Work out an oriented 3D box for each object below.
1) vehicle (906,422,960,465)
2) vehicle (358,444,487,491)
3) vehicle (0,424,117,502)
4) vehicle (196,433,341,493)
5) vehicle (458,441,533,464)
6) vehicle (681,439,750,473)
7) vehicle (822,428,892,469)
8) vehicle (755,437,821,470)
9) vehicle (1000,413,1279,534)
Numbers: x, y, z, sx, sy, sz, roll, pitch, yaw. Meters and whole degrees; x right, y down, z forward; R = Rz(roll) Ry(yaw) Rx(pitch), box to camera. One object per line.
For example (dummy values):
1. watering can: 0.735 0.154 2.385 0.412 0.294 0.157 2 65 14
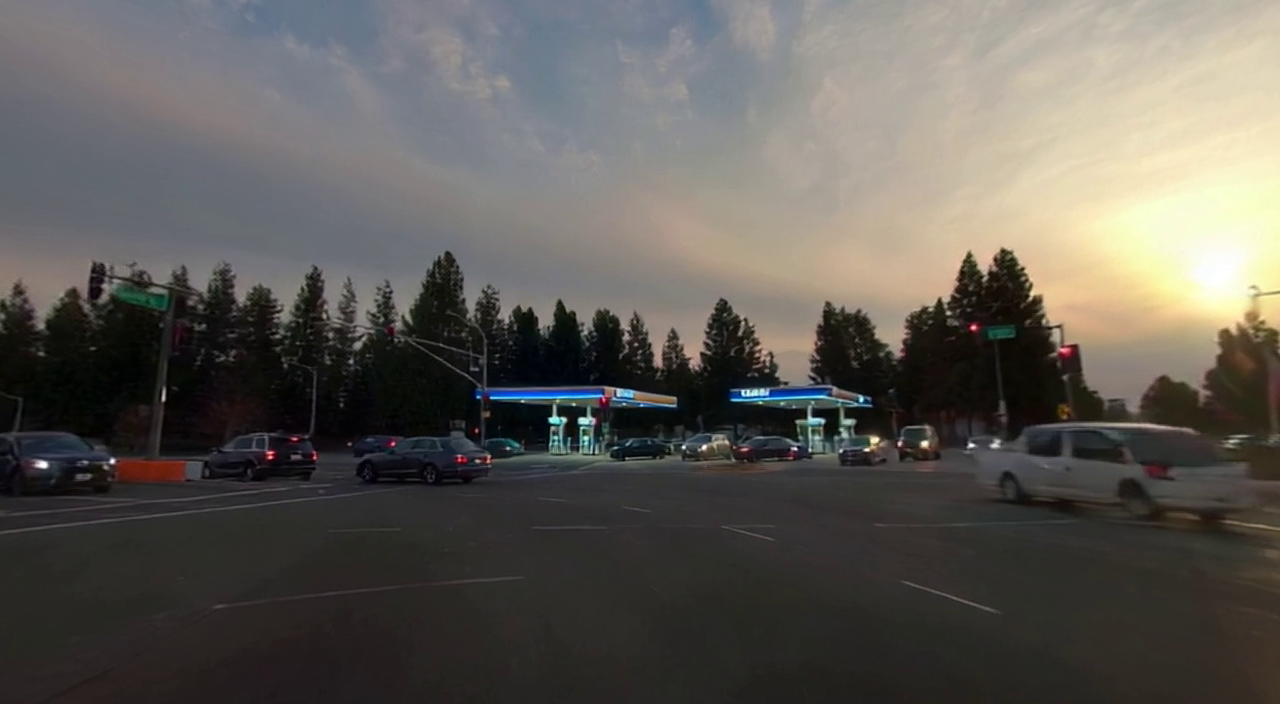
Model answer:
1. vehicle: 16.862 5.239 36.238 2.486 2.240 5.933 -4 -9 26
2. vehicle: -7.591 3.938 21.911 4.581 1.460 1.965 -6 -11 37
3. vehicle: -17.234 3.107 17.717 4.658 1.911 2.162 -6 -10 27
4. vehicle: -12.224 3.578 20.728 4.616 1.733 2.351 -6 -11 36
5. vehicle: -10.671 7.431 46.899 5.020 1.660 1.819 6 -10 -34
6. vehicle: 4.144 5.565 33.896 2.210 1.565 4.588 -7 -11 25
7. vehicle: 11.123 4.878 32.067 2.517 1.875 5.774 -4 -9 26
8. vehicle: 7.749 5.242 32.740 2.210 1.542 4.501 -7 -11 26
9. vehicle: 8.577 1.998 10.961 2.126 1.626 4.585 0 -8 3
